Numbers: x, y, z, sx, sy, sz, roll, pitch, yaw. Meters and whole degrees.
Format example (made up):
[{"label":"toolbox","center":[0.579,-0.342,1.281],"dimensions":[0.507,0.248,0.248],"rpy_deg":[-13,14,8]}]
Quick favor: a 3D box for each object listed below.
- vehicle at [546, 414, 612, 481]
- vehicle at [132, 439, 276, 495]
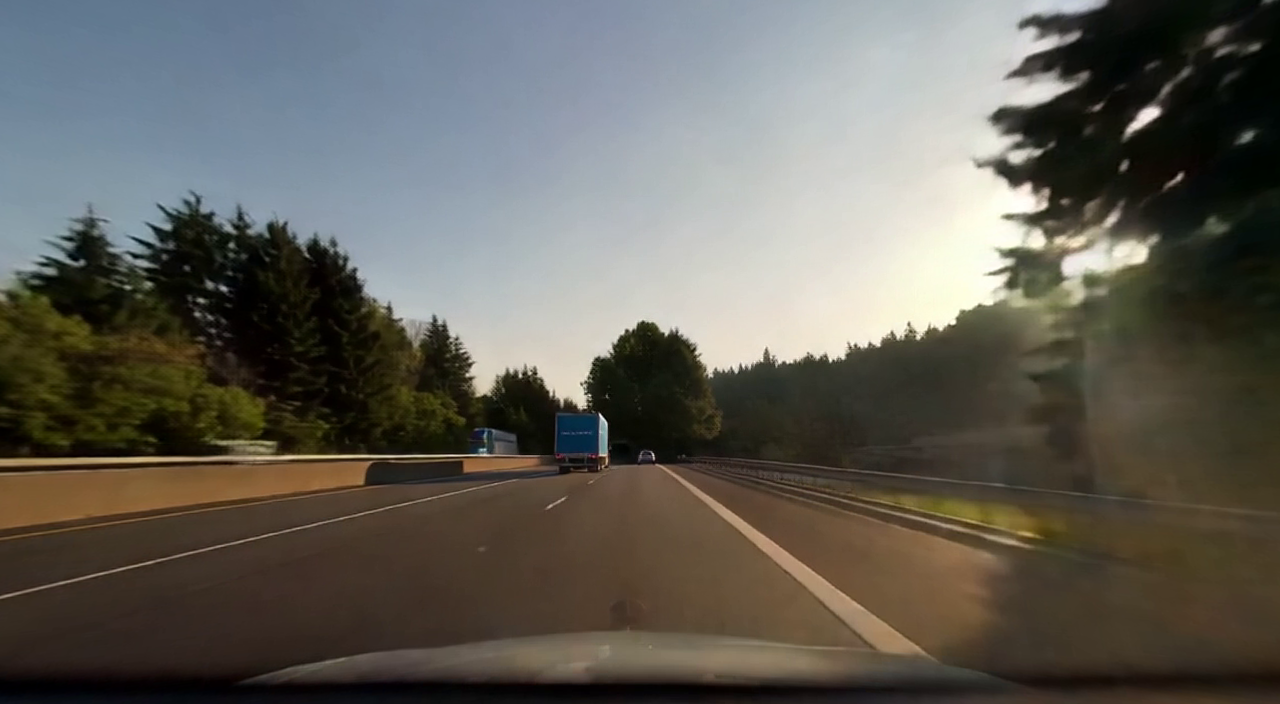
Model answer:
[{"label":"vehicle","center":[-3.036,5.048,33.286],"dimensions":[2.695,3.151,6.885],"rpy_deg":[0,-9,0]},{"label":"vehicle","center":[-16.917,4.449,24.839],"dimensions":[2.052,1.943,4.963],"rpy_deg":[0,-9,1]}]
